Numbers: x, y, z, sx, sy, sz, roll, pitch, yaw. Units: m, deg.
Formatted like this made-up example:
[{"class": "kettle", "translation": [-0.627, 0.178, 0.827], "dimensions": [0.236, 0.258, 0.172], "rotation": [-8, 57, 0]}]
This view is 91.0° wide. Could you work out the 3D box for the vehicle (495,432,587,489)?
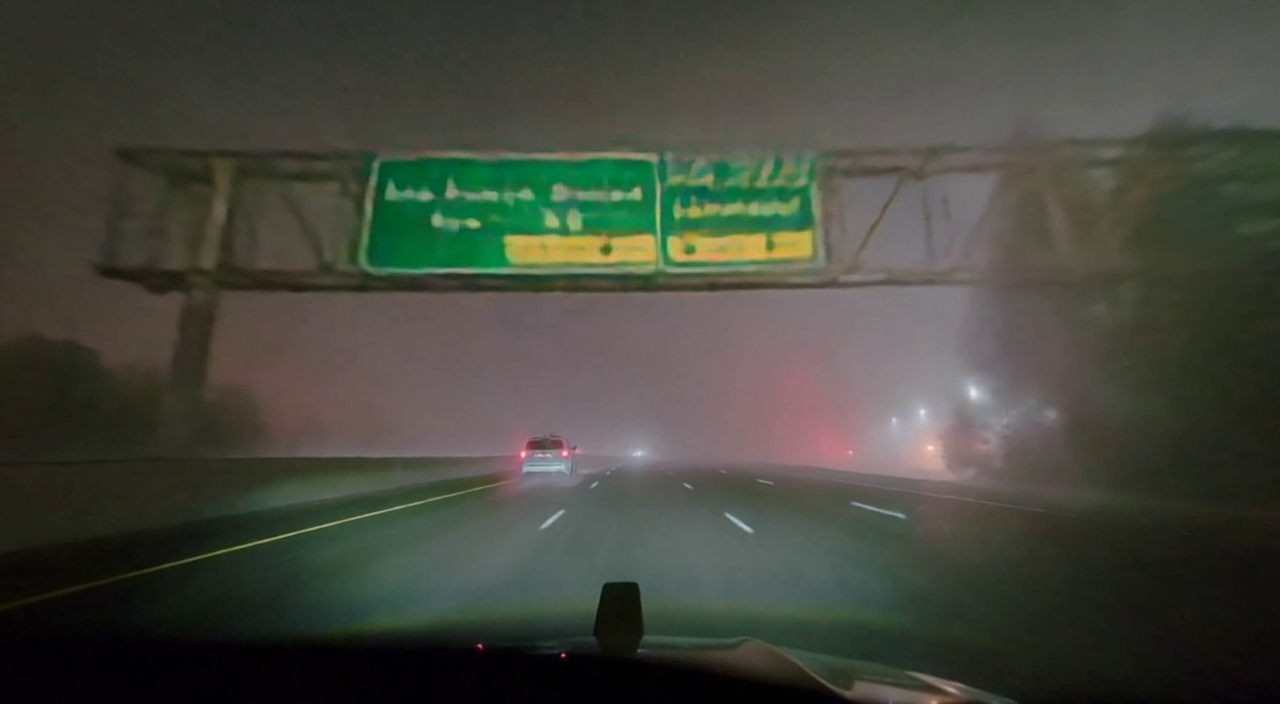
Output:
[{"class": "vehicle", "translation": [-3.609, 4.120, 24.308], "dimensions": [2.431, 1.928, 5.760], "rotation": [0, -9, 1]}]
